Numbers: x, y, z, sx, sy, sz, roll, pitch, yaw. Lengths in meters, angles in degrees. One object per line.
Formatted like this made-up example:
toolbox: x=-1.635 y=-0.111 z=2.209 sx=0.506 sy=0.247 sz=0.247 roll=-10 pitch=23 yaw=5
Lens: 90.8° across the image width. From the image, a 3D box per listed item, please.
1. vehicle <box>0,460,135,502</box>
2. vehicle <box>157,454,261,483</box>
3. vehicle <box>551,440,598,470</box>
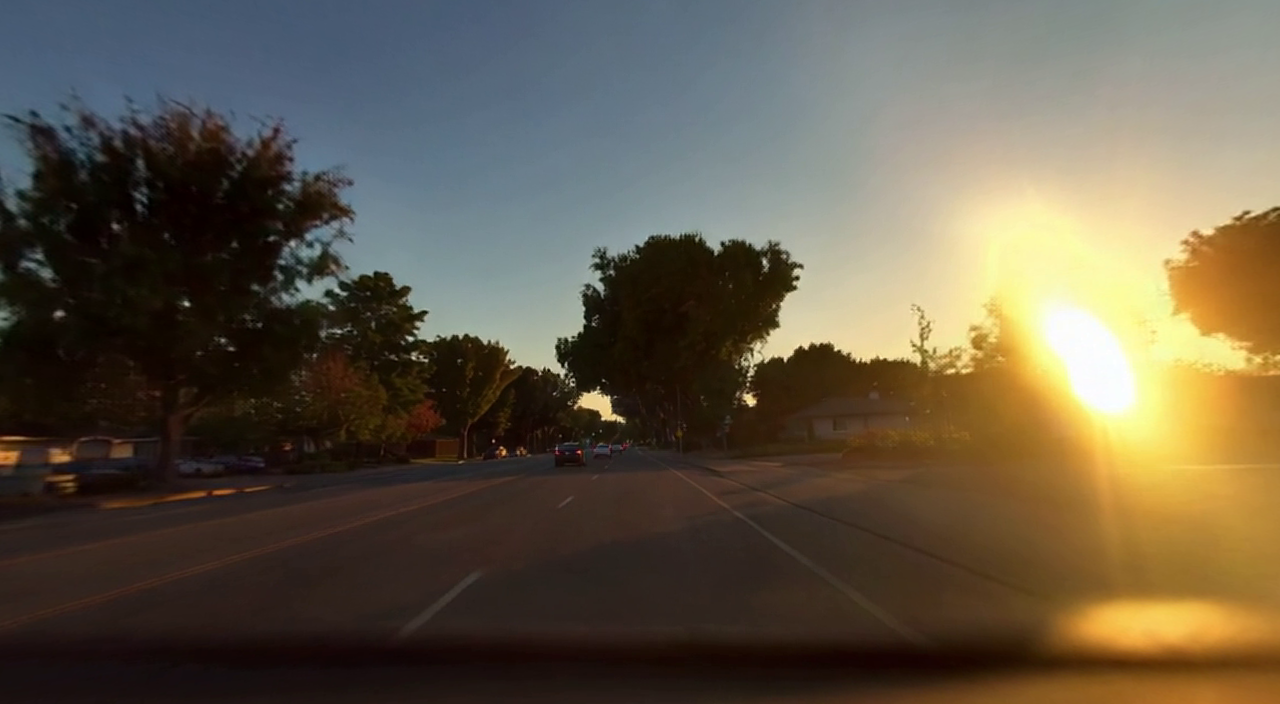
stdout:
vehicle: x=-22.227 y=4.886 z=24.121 sx=4.252 sy=1.458 sz=1.915 roll=0 pitch=-8 yaw=1
vehicle: x=-23.908 y=6.457 z=35.175 sx=4.235 sy=1.456 sz=2.171 roll=0 pitch=-8 yaw=0
vehicle: x=-3.415 y=5.444 z=33.656 sx=2.030 sy=1.467 sz=4.251 roll=0 pitch=-8 yaw=0
